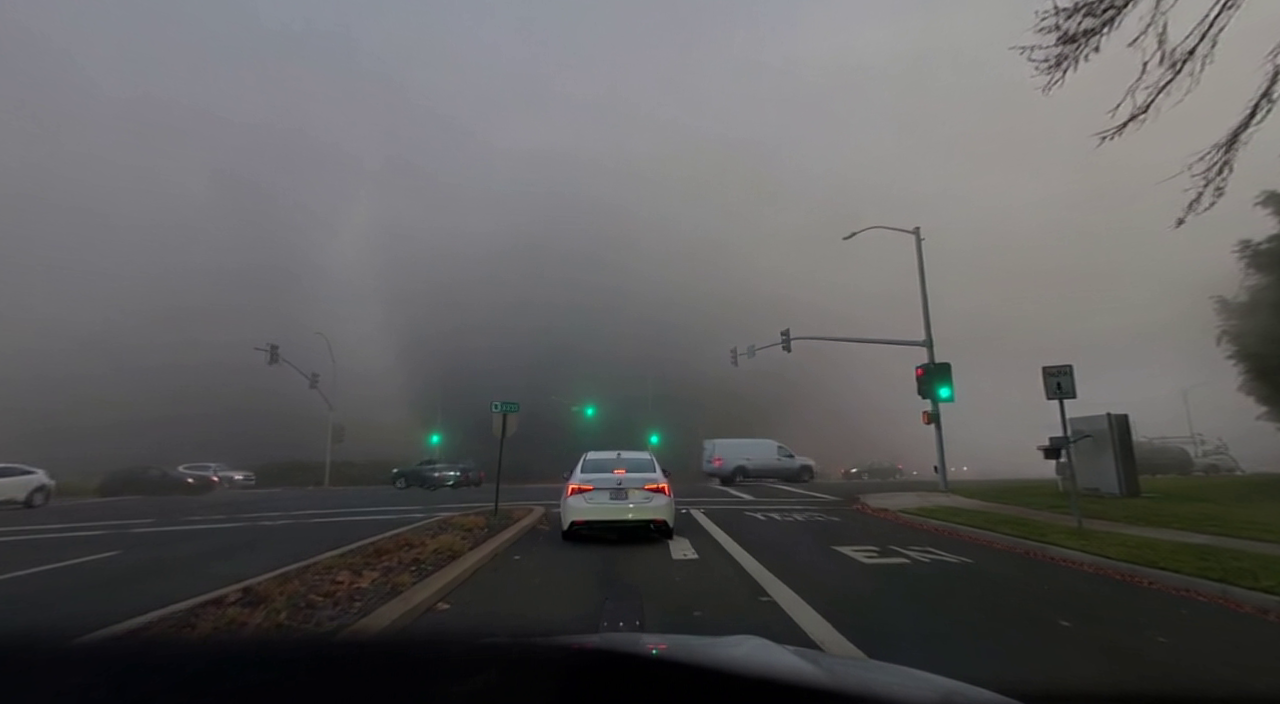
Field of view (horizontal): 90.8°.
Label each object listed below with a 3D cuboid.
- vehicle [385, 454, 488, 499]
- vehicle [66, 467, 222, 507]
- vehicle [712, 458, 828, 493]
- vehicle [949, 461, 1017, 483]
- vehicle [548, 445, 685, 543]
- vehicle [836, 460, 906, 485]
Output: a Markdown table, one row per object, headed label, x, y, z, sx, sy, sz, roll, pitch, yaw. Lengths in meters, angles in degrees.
| label | x | y | z | sx | sy | sz | roll | pitch | yaw |
| --- | --- | --- | --- | --- | --- | --- | --- | --- | --- |
| vehicle | -9.209 | 5.541 | 28.484 | 4.355 | 1.789 | 2.175 | -6 | -10 | 35 |
| vehicle | -20.069 | 5.462 | 25.768 | 4.548 | 1.449 | 1.802 | 2 | -9 | -14 |
| vehicle | 5.744 | 5.524 | 28.465 | 4.838 | 1.449 | 2.077 | 0 | -9 | 2 |
| vehicle | 25.953 | 9.064 | 47.859 | 4.358 | 1.471 | 1.875 | 2 | -9 | -16 |
| vehicle | -0.434 | 2.504 | 11.905 | 2.112 | 1.479 | 4.264 | 0 | -9 | -2 |
| vehicle | 16.507 | 8.587 | 45.192 | 4.337 | 1.637 | 1.860 | 2 | -9 | -16 |
